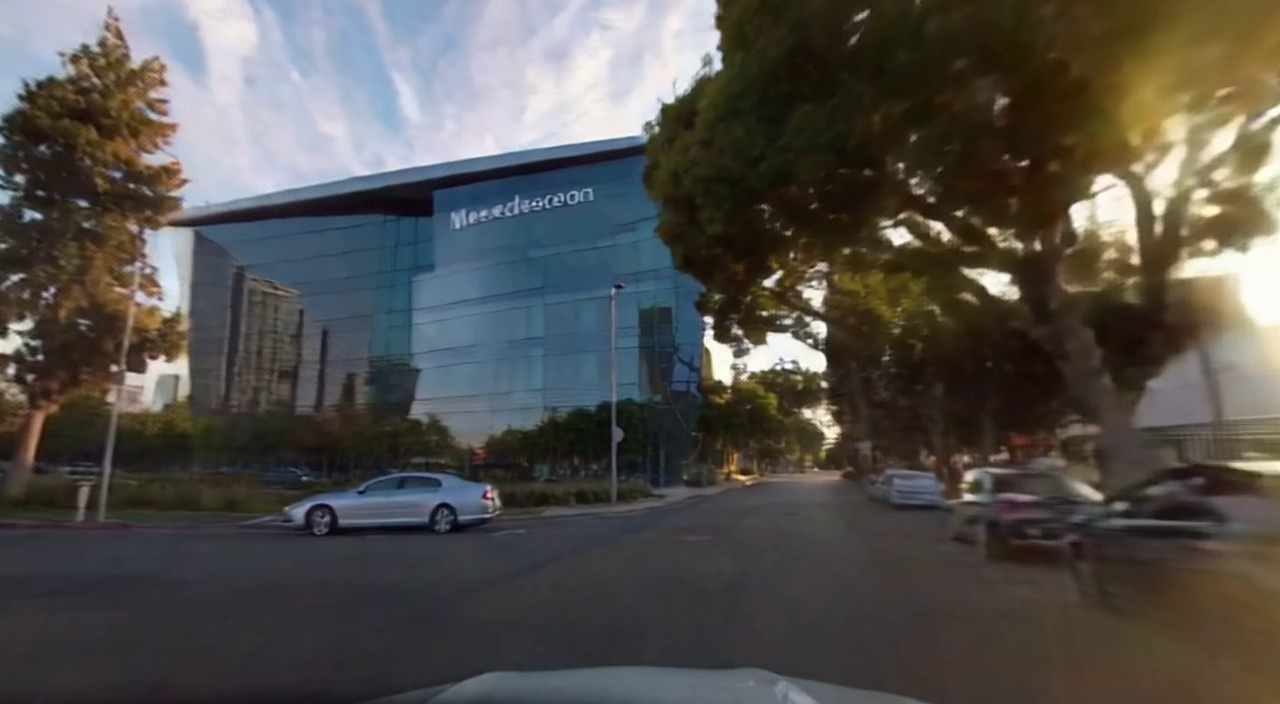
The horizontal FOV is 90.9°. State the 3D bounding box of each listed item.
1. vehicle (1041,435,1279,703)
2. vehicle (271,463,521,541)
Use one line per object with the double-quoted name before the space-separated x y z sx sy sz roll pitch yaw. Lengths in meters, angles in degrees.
"vehicle" 4.434 1.268 3.743 2.073 1.434 3.899 -1 -11 11
"vehicle" -5.278 3.246 13.957 4.770 1.448 1.983 6 -12 -26
